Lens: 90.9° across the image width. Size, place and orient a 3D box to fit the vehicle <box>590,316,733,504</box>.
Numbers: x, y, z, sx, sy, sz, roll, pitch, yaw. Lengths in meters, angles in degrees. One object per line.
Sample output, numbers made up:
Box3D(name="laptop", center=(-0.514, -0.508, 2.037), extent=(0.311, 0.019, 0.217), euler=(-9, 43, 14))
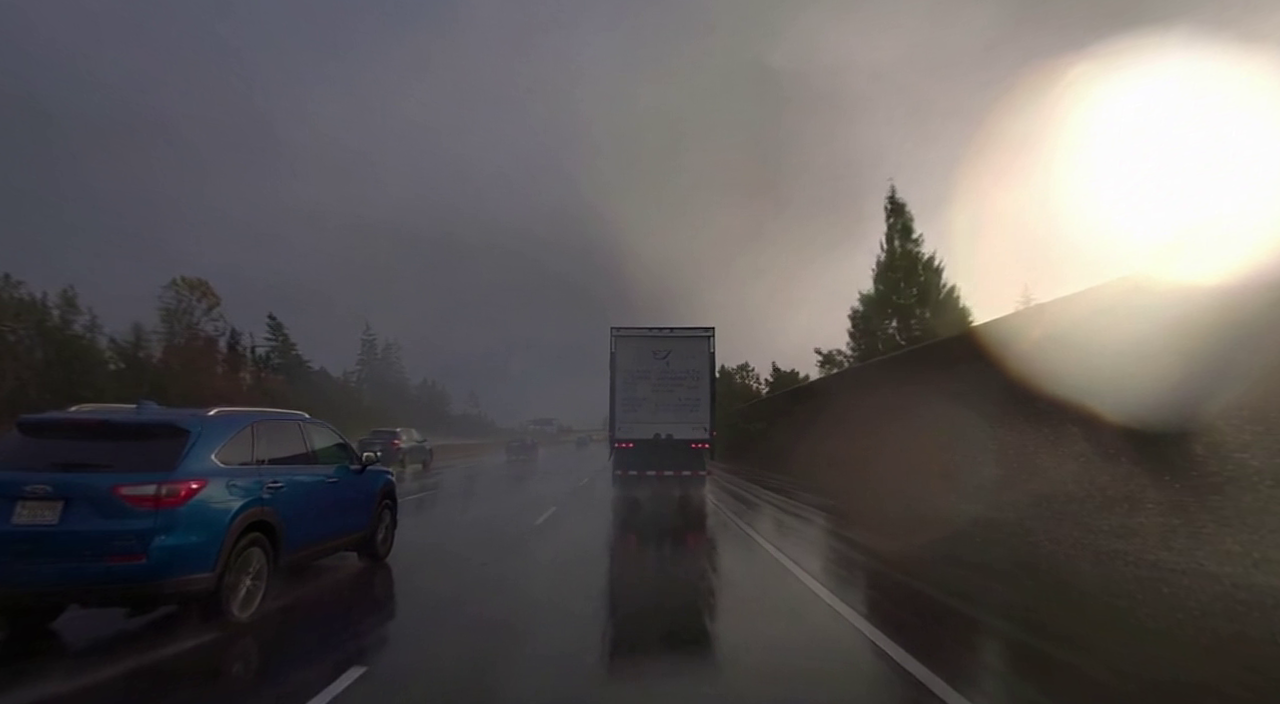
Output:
Box3D(name="vehicle", center=(0.480, 1.927, 18.156), extent=(2.870, 3.841, 10.653), euler=(0, -8, 1))

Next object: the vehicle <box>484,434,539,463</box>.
Box3D(name="vehicle", center=(-6.781, 5.169, 33.772), extent=(1.882, 1.451, 4.416), euler=(0, -8, 1))

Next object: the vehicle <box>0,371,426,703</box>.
Box3D(name="vehicle", center=(-3.636, 1.244, 5.341), extent=(2.077, 1.671, 4.249), euler=(0, -8, 1))
